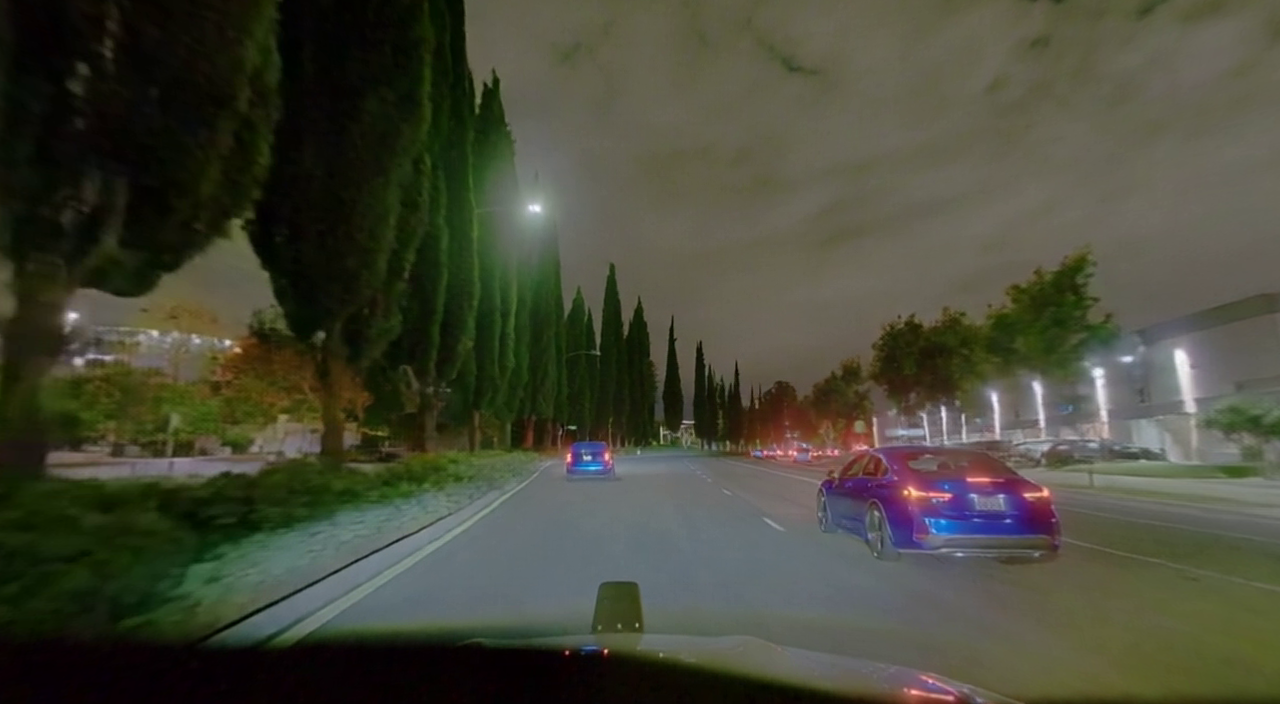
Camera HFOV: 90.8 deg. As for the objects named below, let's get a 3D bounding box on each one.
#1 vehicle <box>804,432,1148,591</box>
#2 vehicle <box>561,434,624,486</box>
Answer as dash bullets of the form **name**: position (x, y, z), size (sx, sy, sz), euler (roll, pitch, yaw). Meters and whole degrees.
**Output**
- **vehicle**: position (3.627, 1.774, 7.968), size (1.918, 1.418, 4.360), euler (0, -8, 0)
- **vehicle**: position (-1.744, 3.921, 23.210), size (2.085, 1.693, 4.301), euler (0, -8, -4)
